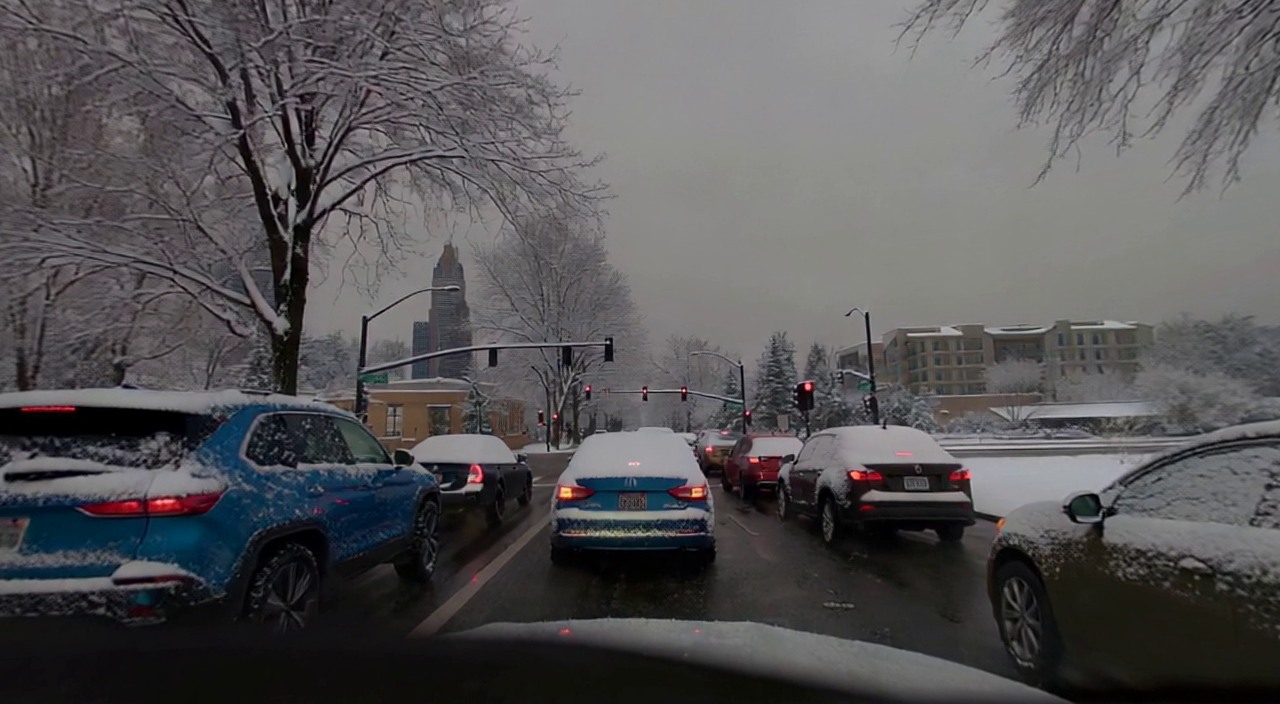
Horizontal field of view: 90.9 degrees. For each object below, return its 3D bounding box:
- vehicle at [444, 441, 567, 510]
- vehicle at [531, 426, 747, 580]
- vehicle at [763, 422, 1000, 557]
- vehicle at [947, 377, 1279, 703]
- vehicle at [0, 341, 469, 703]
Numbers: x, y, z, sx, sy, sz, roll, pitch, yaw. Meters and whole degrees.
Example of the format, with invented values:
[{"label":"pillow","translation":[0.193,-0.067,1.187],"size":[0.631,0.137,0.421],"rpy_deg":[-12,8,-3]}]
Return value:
[{"label":"vehicle","translation":[-3.058,2.903,15.315],"size":[1.975,1.420,4.196],"rpy_deg":[-1,-9,1]},{"label":"vehicle","translation":[-0.036,1.804,8.328],"size":[2.147,1.507,3.953],"rpy_deg":[0,-8,-1]},{"label":"vehicle","translation":[3.409,2.024,10.013],"size":[2.040,1.647,4.379],"rpy_deg":[0,-9,0]},{"label":"vehicle","translation":[3.322,0.965,2.832],"size":[1.899,1.588,3.888],"rpy_deg":[0,-9,0]},{"label":"vehicle","translation":[-3.146,1.166,5.051],"size":[2.168,1.750,4.625],"rpy_deg":[-1,-9,1]}]
